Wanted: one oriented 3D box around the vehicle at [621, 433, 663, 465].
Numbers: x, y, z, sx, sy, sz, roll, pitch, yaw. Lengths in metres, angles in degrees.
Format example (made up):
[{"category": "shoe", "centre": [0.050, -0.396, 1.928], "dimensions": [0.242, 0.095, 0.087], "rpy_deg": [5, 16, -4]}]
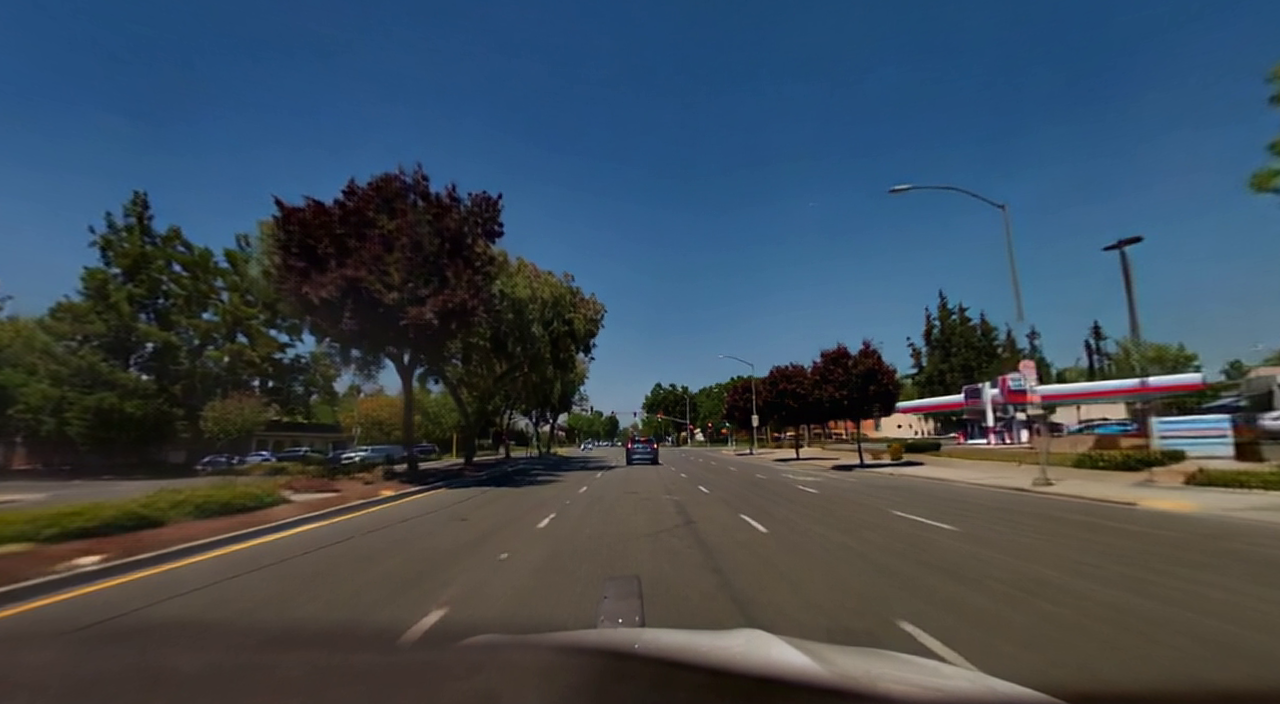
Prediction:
[{"category": "vehicle", "centre": [0.091, 5.524, 35.864], "dimensions": [2.213, 1.715, 4.242], "rpy_deg": [0, -8, 0]}]
